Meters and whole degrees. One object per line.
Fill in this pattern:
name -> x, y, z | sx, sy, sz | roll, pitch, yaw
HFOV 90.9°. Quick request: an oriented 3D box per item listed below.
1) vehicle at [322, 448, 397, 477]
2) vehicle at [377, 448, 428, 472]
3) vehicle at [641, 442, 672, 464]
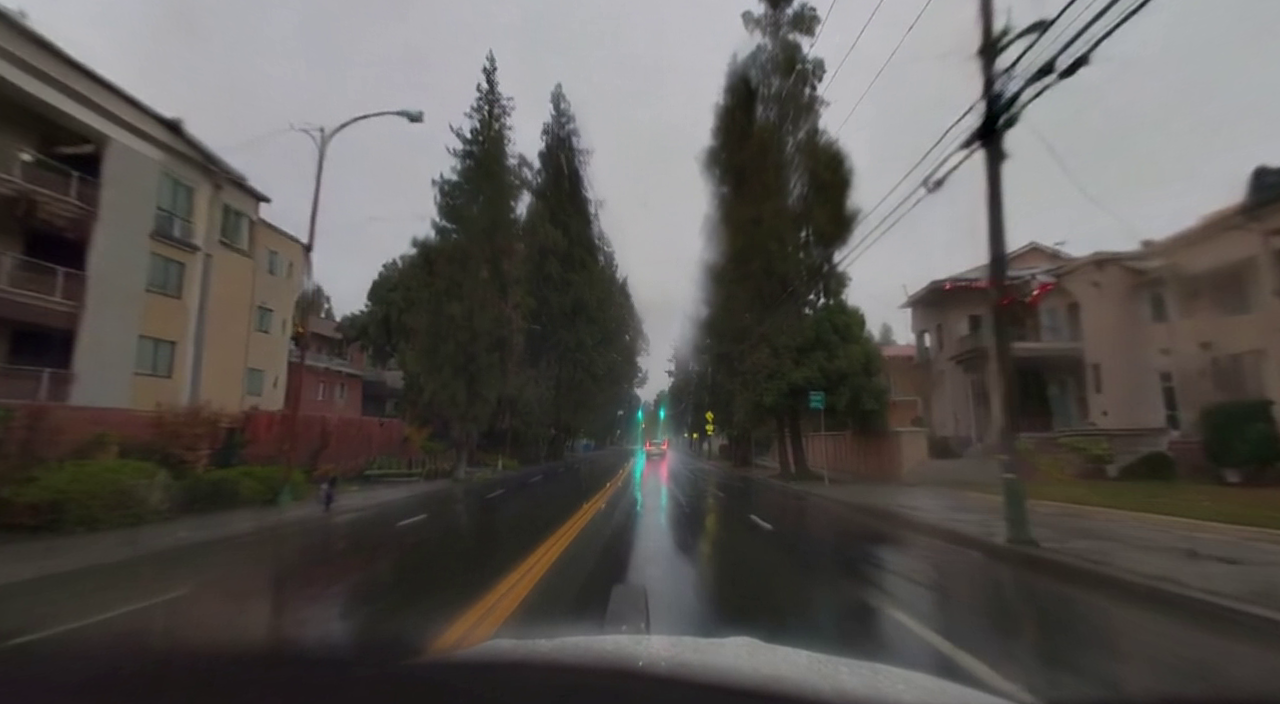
vehicle -> -15.621, 6.169, 35.446 | 2.113, 1.501, 4.659 | 0, -9, -1
vehicle -> -15.454, 7.042, 41.170 | 1.692, 1.477, 3.902 | 0, -9, 1
vehicle -> 1.140, 7.314, 45.804 | 2.097, 1.463, 4.043 | 0, -9, 0
